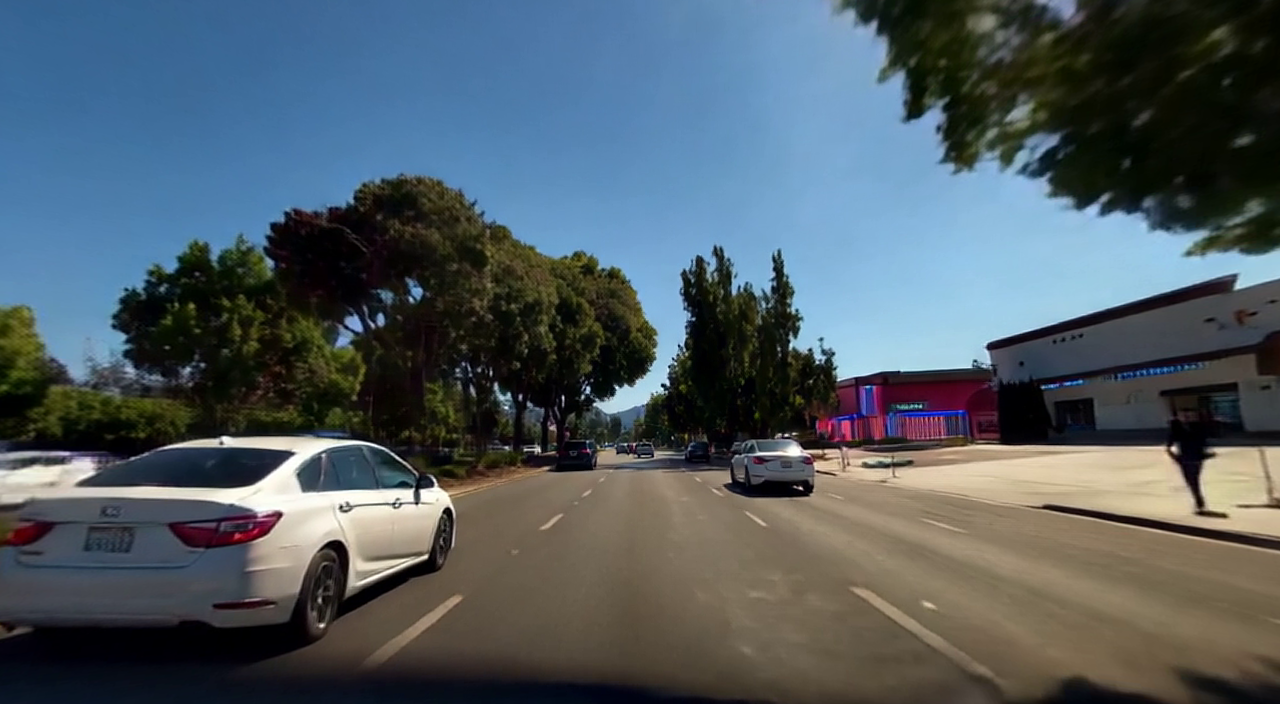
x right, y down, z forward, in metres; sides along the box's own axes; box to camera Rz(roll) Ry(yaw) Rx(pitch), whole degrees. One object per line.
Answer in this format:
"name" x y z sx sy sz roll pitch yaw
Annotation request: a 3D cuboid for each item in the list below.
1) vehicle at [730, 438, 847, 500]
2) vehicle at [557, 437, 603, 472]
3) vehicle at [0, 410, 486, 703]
"vehicle" 3.918 3.164 17.550 2.036 1.480 4.659 0 -8 -1
"vehicle" -3.177 5.511 34.058 1.981 1.731 4.360 0 -8 1
"vehicle" -2.966 1.349 5.190 2.082 1.460 4.922 0 -8 1
